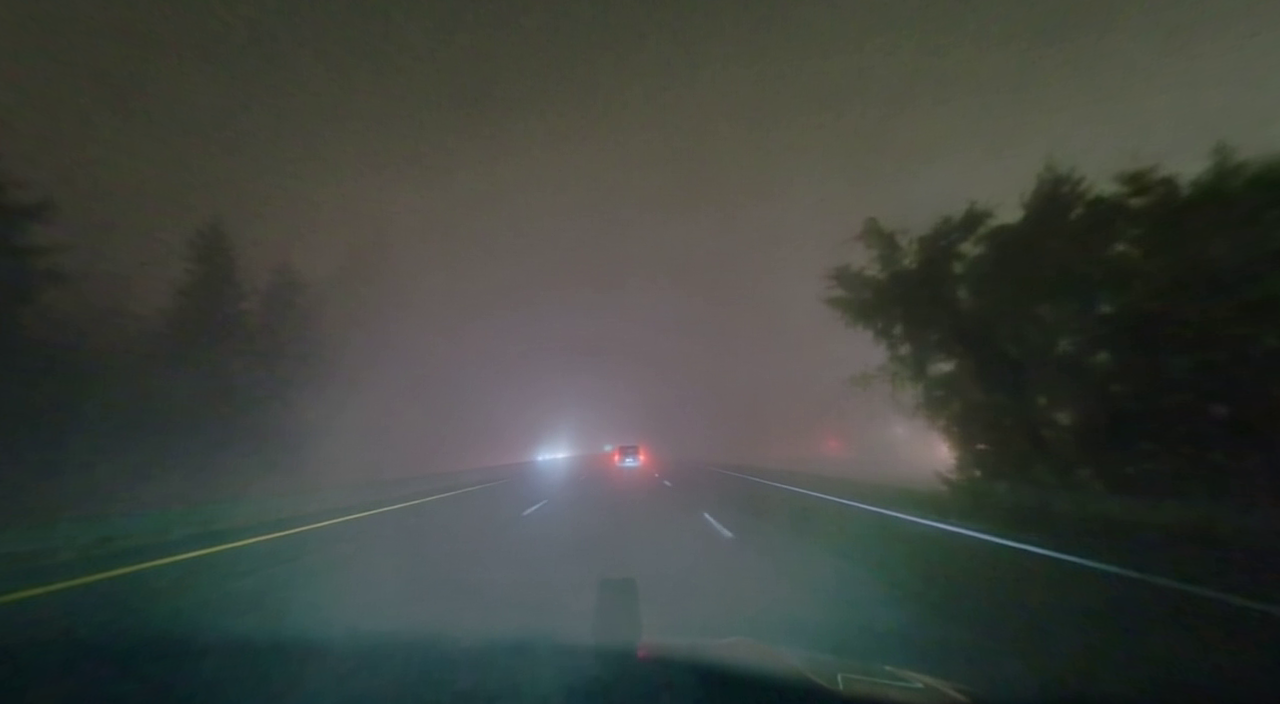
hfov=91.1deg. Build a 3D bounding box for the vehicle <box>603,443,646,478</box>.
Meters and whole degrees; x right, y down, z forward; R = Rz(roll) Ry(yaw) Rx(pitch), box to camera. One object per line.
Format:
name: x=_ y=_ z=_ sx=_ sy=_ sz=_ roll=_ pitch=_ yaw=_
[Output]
vehicle: x=-0.779 y=5.863 z=34.195 sx=2.120 sy=1.715 sz=4.153 roll=0 pitch=-9 yaw=1
